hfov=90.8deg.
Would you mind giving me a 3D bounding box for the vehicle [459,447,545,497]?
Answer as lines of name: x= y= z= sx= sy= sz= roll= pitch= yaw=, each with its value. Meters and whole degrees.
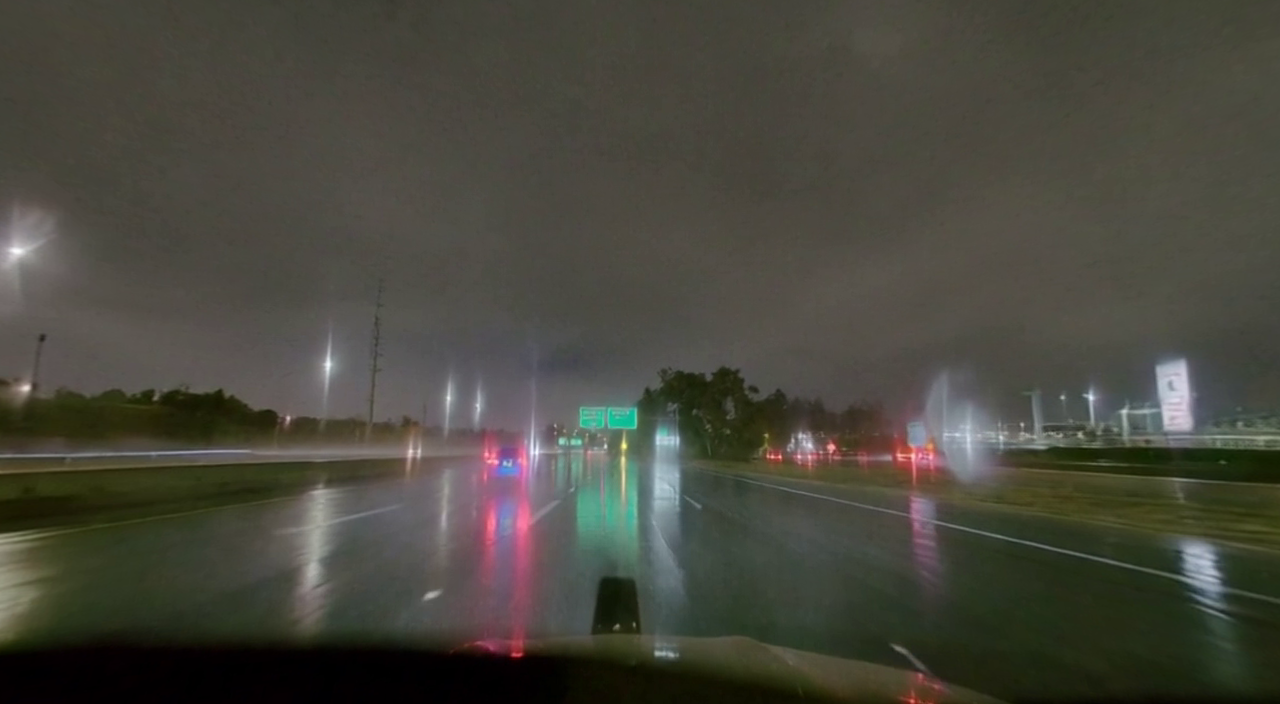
vehicle: x=-4.569 y=4.036 z=21.605 sx=2.050 sy=1.507 sz=4.316 roll=0 pitch=-9 yaw=-1
